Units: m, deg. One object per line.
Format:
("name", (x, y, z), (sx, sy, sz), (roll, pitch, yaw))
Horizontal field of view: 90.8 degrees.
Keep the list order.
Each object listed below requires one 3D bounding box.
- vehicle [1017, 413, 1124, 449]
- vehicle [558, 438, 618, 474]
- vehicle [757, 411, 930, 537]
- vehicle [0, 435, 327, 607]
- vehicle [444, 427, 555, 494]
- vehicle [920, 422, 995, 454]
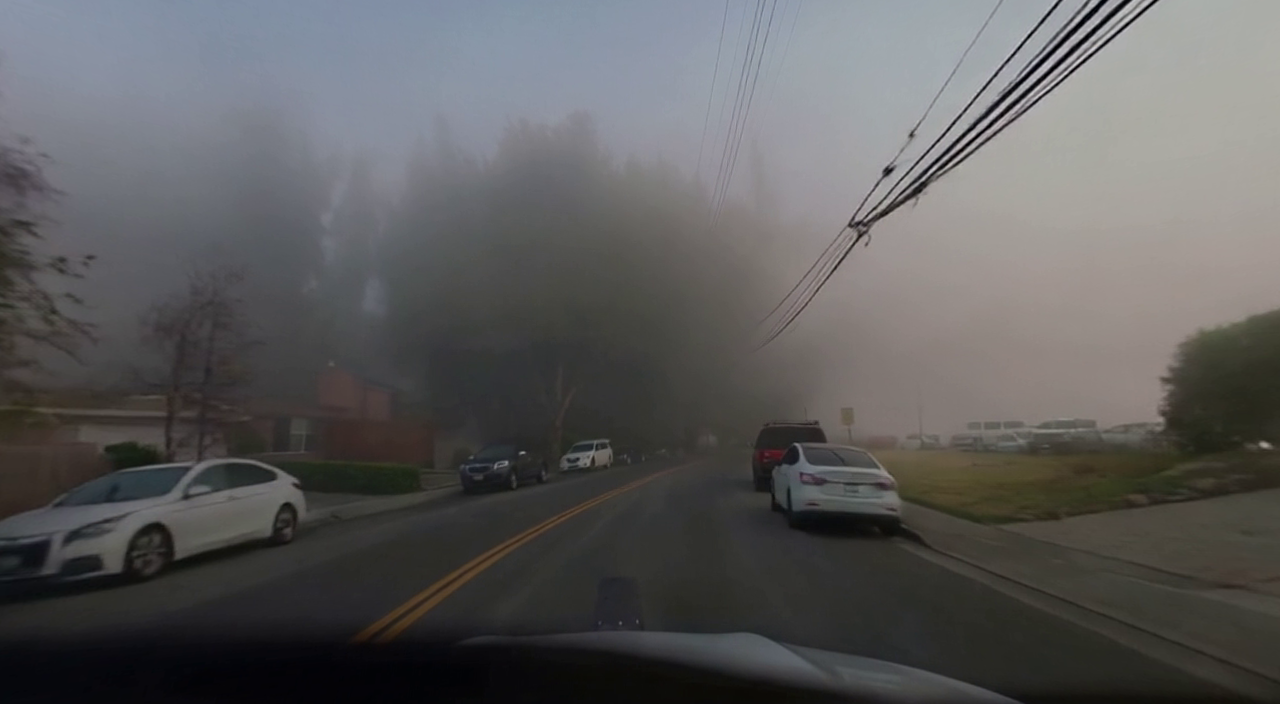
("vehicle", (22.911, 4.305, 33.939), (2.253, 1.805, 4.842), (0, -9, -1))
("vehicle", (-2.836, 5.832, 35.771), (2.192, 1.873, 4.985), (-2, -9, 9))
("vehicle", (3.441, 2.161, 11.823), (2.032, 1.810, 5.047), (-1, -9, 6))
("vehicle", (-7.059, 2.230, 9.243), (2.184, 1.751, 5.057), (-4, -9, 3))
("vehicle", (-4.992, 4.031, 23.414), (2.353, 2.037, 5.358), (-5, -11, 6))
("vehicle", (17.596, 4.800, 35.247), (2.079, 1.675, 3.855), (0, -8, -2))
